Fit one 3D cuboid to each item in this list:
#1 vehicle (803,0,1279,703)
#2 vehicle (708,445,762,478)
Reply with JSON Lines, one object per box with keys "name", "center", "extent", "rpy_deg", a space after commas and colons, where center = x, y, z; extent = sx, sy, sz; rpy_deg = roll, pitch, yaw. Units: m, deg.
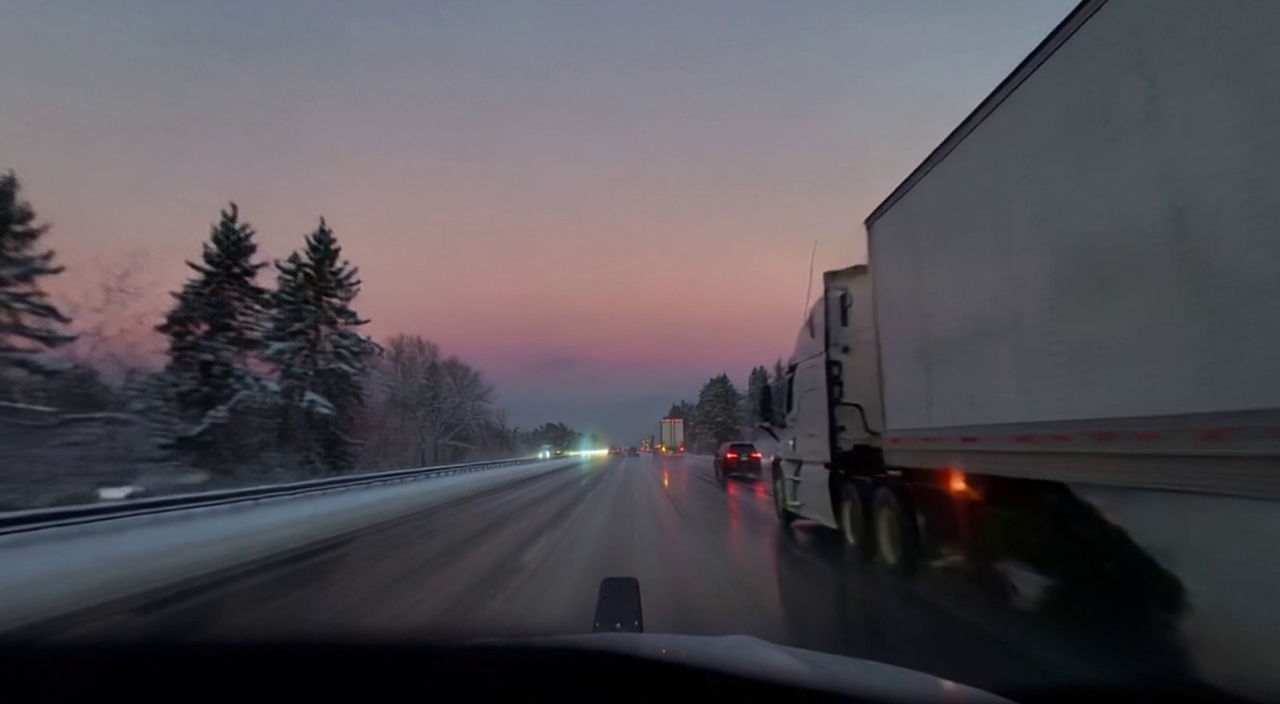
{"name": "vehicle", "center": [4.073, -0.358, 2.338], "extent": [2.973, 4.007, 14.076], "rpy_deg": [0, -9, -1]}
{"name": "vehicle", "center": [4.605, 5.368, 31.029], "extent": [1.910, 1.474, 3.776], "rpy_deg": [0, -9, -2]}
